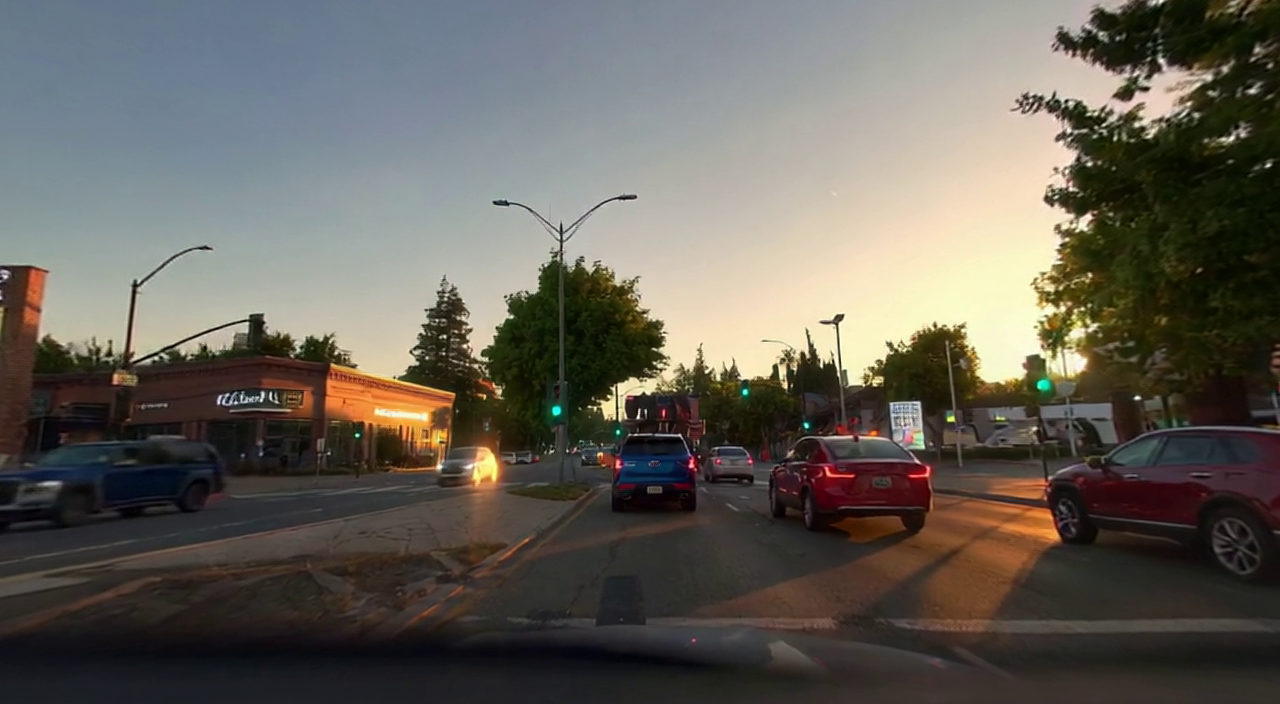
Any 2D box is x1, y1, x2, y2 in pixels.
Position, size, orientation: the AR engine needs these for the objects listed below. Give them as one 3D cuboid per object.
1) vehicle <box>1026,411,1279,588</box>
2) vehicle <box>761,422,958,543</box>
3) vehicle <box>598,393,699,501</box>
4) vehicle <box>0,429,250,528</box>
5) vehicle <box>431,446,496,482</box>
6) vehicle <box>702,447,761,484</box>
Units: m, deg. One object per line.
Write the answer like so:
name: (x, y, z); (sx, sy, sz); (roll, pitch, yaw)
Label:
vehicle: (7.188, 1.685, 7.781); (1.982, 1.698, 4.408); (0, -9, 0)
vehicle: (3.637, 2.240, 11.446); (2.025, 1.754, 4.311); (0, -9, 0)
vehicle: (0.248, 2.518, 16.974); (2.370, 2.518, 3.858); (-1, -8, 1)
vehicle: (-11.832, 2.788, 14.586); (2.163, 1.858, 5.318); (0, -9, 0)
vehicle: (-8.379, 5.310, 30.244); (1.889, 1.576, 4.044); (0, -9, 1)
vehicle: (4.043, 5.066, 28.529); (1.967, 1.515, 4.378); (0, -9, -1)
